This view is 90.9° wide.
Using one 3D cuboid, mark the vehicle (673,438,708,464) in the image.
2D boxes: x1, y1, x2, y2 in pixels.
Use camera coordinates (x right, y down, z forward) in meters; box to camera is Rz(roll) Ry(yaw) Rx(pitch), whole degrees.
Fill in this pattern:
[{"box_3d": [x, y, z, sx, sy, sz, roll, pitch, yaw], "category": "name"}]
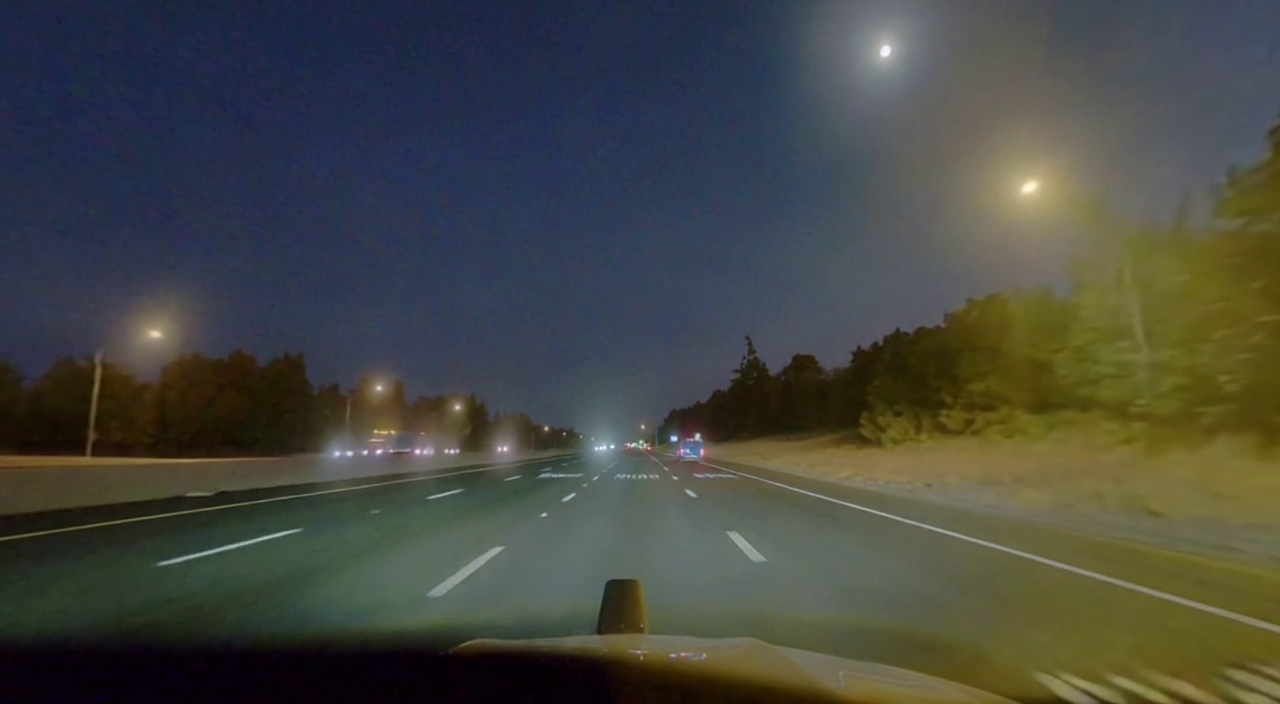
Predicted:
[{"box_3d": [3.878, 7.679, 49.055, 2.172, 1.930, 4.879, 0, -8, -2], "category": "vehicle"}]
